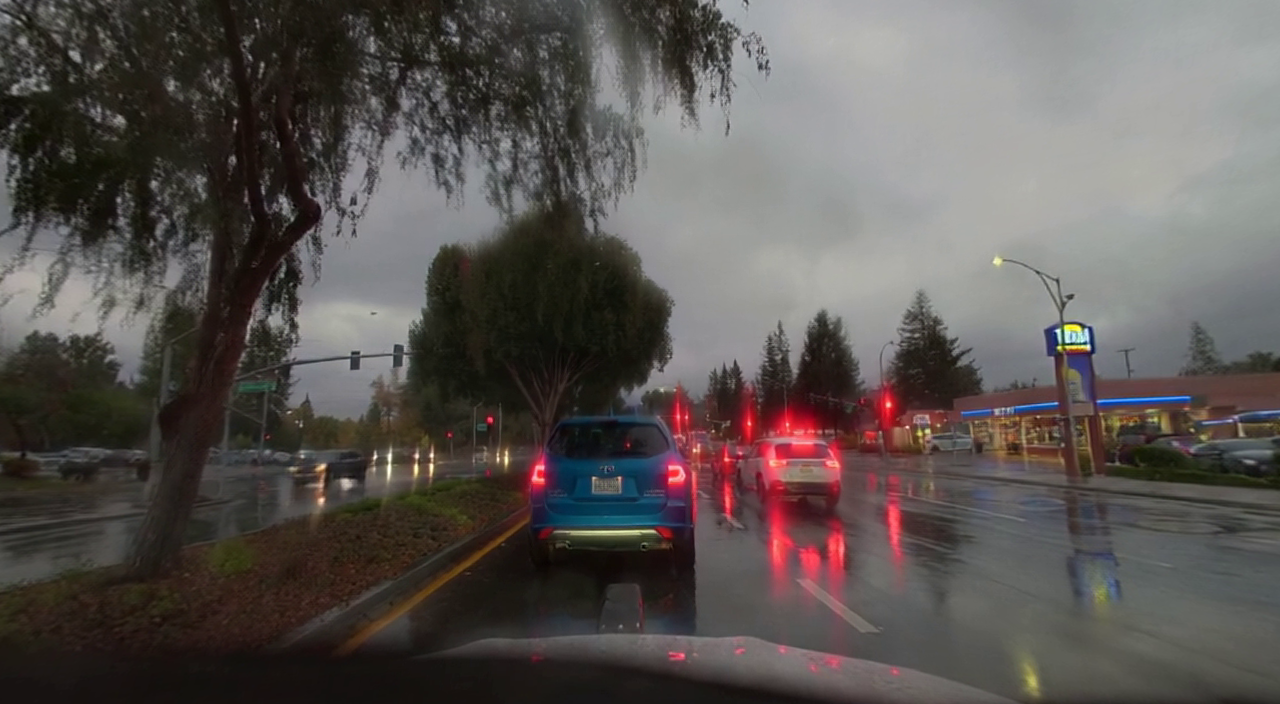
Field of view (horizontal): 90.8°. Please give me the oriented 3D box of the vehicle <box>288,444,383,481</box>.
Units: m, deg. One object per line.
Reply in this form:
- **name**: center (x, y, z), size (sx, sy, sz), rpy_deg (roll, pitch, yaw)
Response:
- **vehicle**: center (-13.131, 4.773, 27.624), size (1.983, 1.460, 4.456), rpy_deg (0, -9, -1)

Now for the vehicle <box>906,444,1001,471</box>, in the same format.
- **vehicle**: center (17.195, 5.776, 34.780), size (4.290, 1.427, 1.751), rpy_deg (0, -9, 2)

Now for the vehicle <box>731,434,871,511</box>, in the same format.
- **vehicle**: center (3.642, 2.820, 15.362), size (2.098, 1.555, 4.778), rpy_deg (0, -9, -1)

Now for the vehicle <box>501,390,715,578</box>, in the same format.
- **vehicle**: center (-0.298, 1.648, 8.624), size (2.096, 1.837, 4.687), rpy_deg (0, -9, 0)
